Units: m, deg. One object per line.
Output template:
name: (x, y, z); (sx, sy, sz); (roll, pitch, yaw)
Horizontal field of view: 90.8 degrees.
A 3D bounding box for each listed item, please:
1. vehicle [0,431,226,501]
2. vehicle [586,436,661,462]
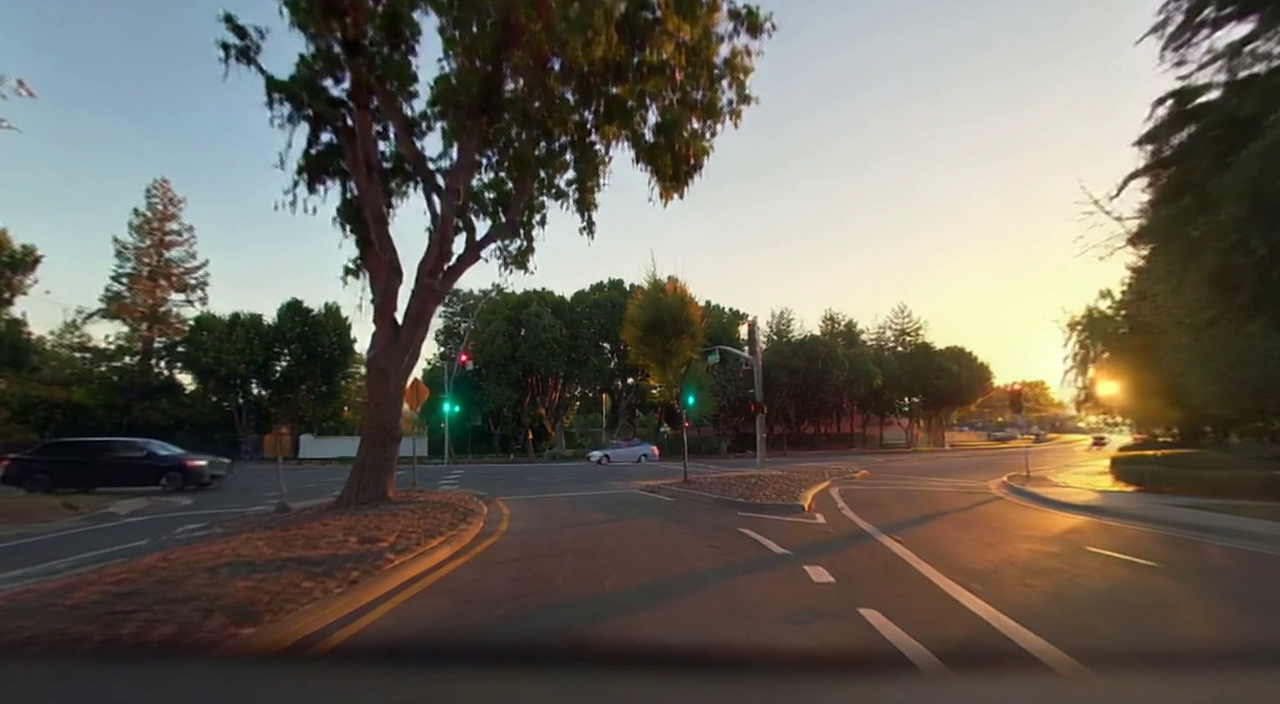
vehicle: (-13.678, 2.896, 16.437); (4.545, 1.602, 2.014); (4, -9, -27)
vehicle: (-1.096, 6.470, 42.304); (4.602, 1.667, 1.933); (4, -10, -28)
